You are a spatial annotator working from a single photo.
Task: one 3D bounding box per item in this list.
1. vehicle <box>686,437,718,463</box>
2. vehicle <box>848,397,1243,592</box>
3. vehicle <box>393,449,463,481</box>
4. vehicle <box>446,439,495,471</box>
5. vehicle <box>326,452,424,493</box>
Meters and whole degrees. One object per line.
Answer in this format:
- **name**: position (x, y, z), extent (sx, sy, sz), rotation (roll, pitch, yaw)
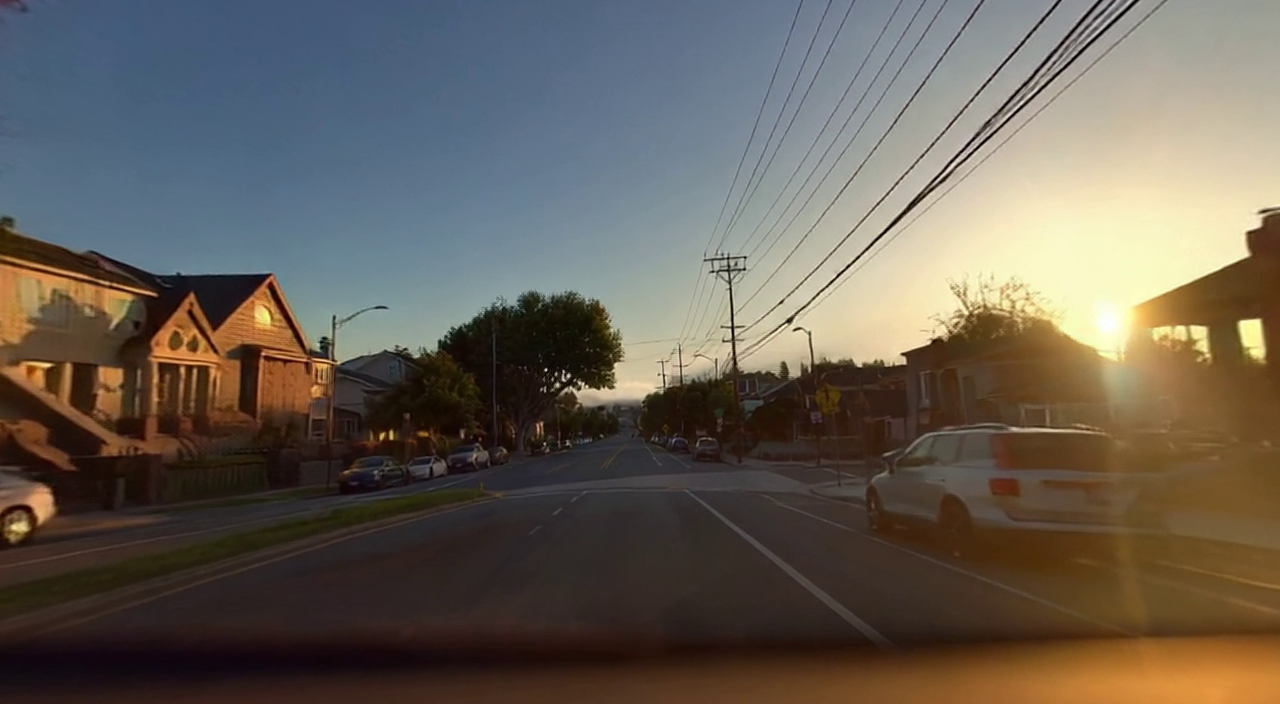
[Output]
- **vehicle**: position (4.293, 6.844, 44.277), extent (1.867, 1.680, 4.176), rotation (0, -8, 0)
- **vehicle**: position (4.518, 1.647, 8.116), extent (2.126, 1.802, 4.259), rotation (0, -8, -2)
- **vehicle**: position (-11.129, 5.937, 33.554), extent (2.082, 1.540, 4.654), rotation (0, -8, 0)
- **vehicle**: position (-11.223, 6.850, 42.278), extent (2.056, 1.980, 4.763), rotation (0, -8, -1)
- **vehicle**: position (-11.166, 5.073, 27.050), extent (1.970, 1.523, 4.702), rotation (-1, -8, 2)
